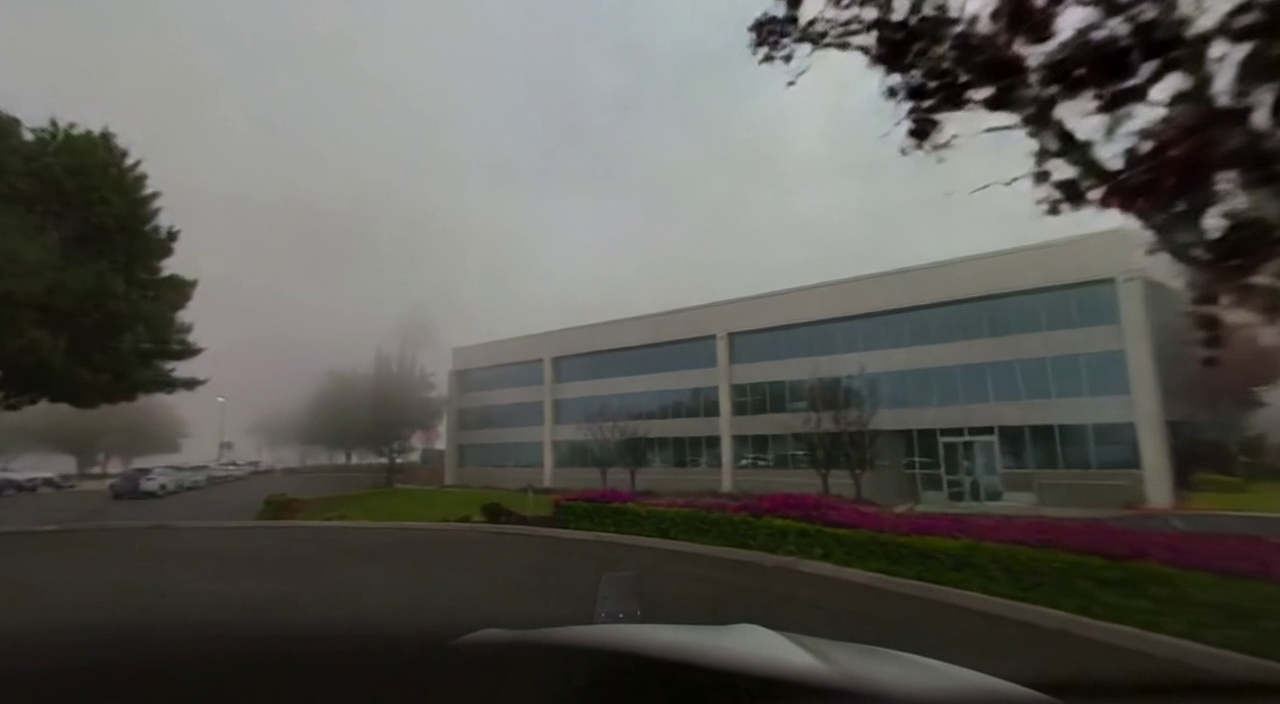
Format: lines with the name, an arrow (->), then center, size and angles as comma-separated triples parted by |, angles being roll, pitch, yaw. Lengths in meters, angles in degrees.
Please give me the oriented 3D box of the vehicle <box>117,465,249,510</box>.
vehicle -> -21.906, 6.468, 30.471 | 4.755, 1.707, 1.889 | -2, -9, -12
